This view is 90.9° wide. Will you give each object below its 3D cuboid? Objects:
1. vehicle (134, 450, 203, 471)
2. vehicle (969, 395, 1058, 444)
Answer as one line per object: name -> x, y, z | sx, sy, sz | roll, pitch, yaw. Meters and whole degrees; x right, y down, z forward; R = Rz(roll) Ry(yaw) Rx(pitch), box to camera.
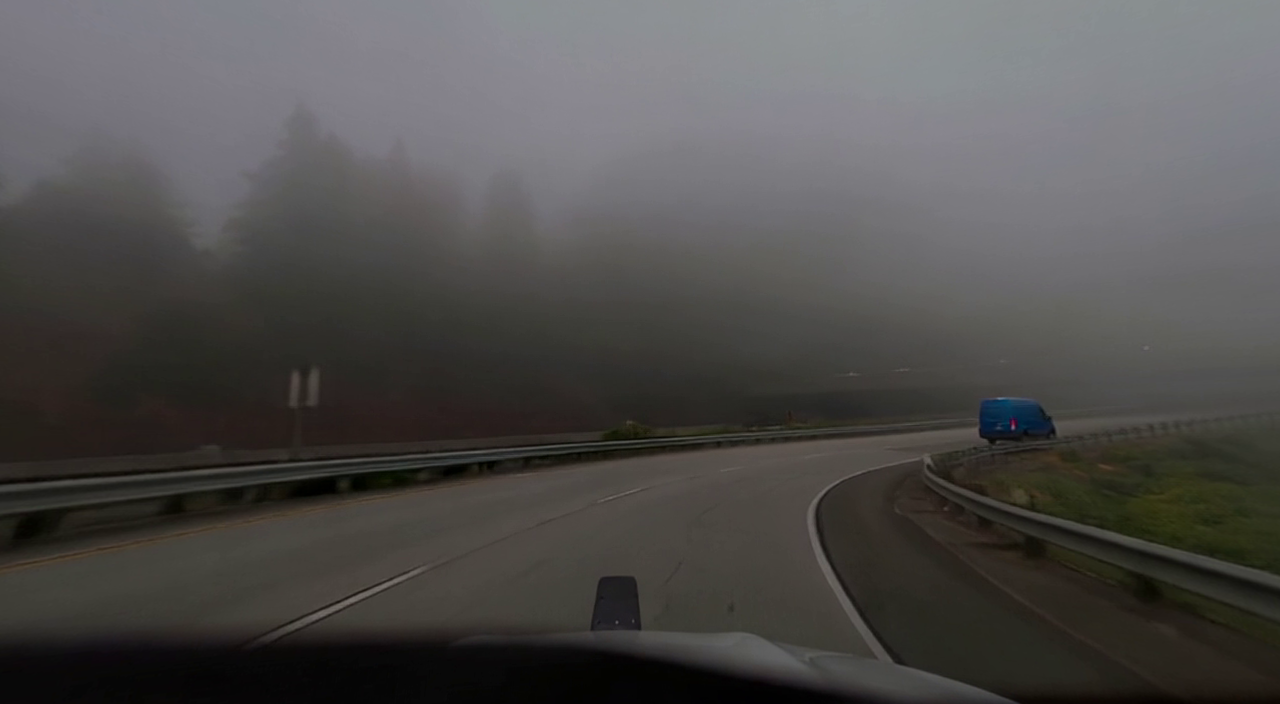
vehicle -> -35.570, 8.163, 47.625 | 3.756, 1.464, 1.852 | 3, -8, -20
vehicle -> 21.394, 3.911, 36.007 | 5.330, 2.577, 2.352 | 6, -9, -36
